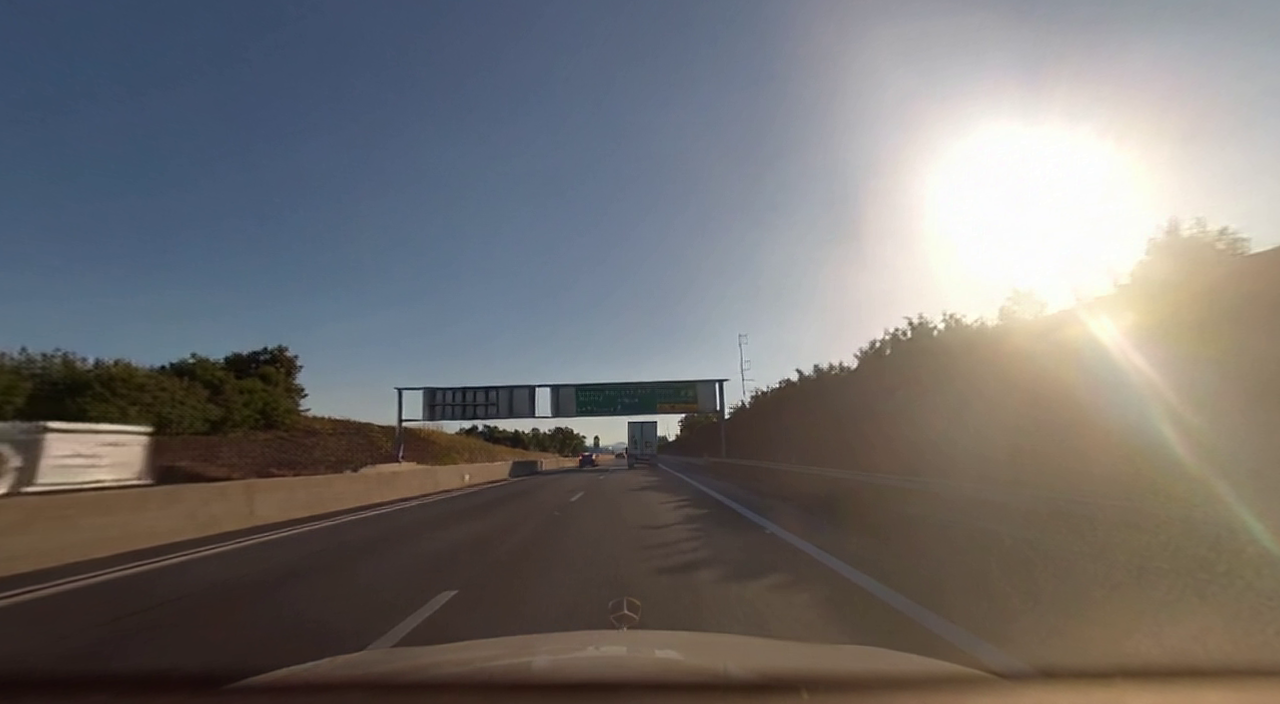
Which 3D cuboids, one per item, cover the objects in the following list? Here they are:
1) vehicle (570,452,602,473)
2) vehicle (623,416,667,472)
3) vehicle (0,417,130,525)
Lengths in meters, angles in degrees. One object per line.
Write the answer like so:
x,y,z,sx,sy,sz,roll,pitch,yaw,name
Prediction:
-4.099,8.434,48.348,2.053,1.523,4.450,0,-9,0,vehicle
0.193,7.069,48.419,2.864,3.805,9.500,0,-9,-3,vehicle
-16.283,2.851,15.163,2.236,2.527,6.874,0,-9,0,vehicle
